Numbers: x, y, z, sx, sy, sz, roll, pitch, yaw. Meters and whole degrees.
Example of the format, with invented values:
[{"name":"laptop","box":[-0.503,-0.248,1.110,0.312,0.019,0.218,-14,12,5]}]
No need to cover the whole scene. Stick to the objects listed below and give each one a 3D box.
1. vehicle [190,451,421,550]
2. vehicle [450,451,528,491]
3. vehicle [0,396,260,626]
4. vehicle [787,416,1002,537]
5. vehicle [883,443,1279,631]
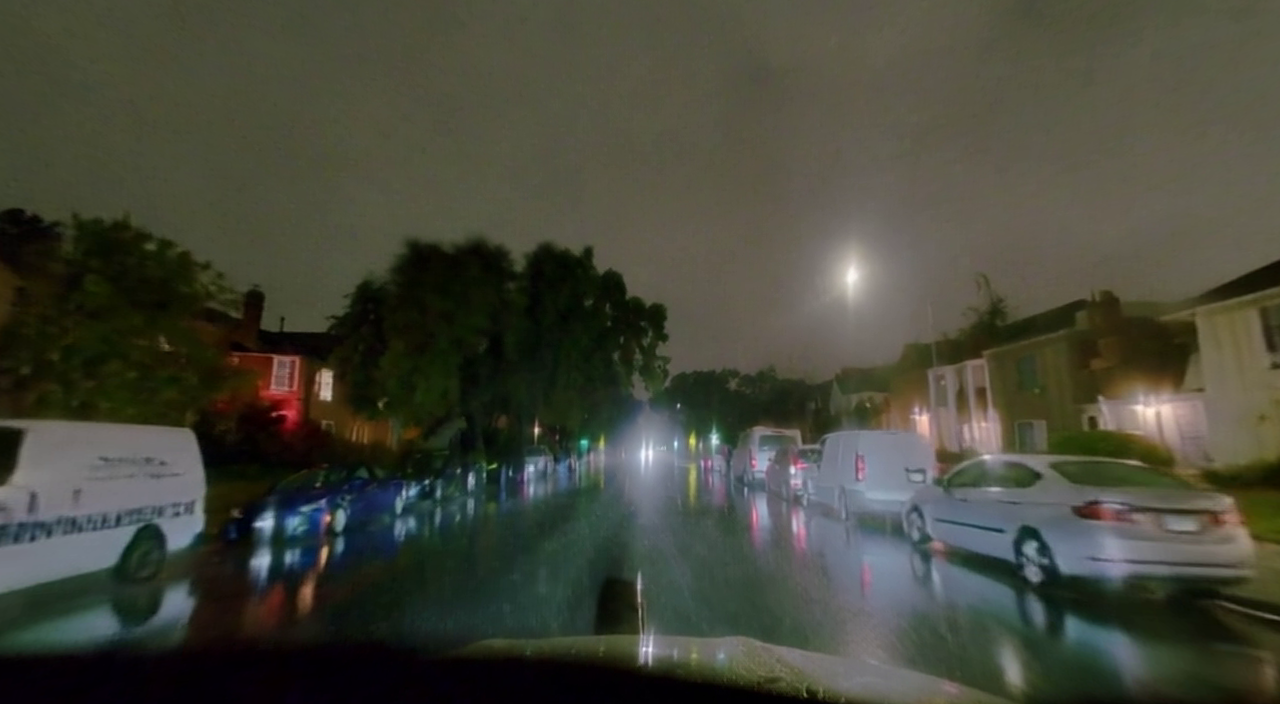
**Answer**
[{"name":"vehicle","box":[-6.211,2.764,12.553,1.840,1.476,4.739,-2,-8,3]},{"name":"vehicle","box":[-6.116,4.860,26.189,1.869,1.467,4.921,-1,-9,2]},{"name":"vehicle","box":[-6.638,1.512,6.179,2.085,1.997,5.755,-2,-8,2]},{"name":"vehicle","box":[4.672,2.403,12.823,2.072,1.883,5.576,0,-9,0]},{"name":"vehicle","box":[4.608,1.796,7.240,1.811,1.439,4.521,0,-9,0]}]
